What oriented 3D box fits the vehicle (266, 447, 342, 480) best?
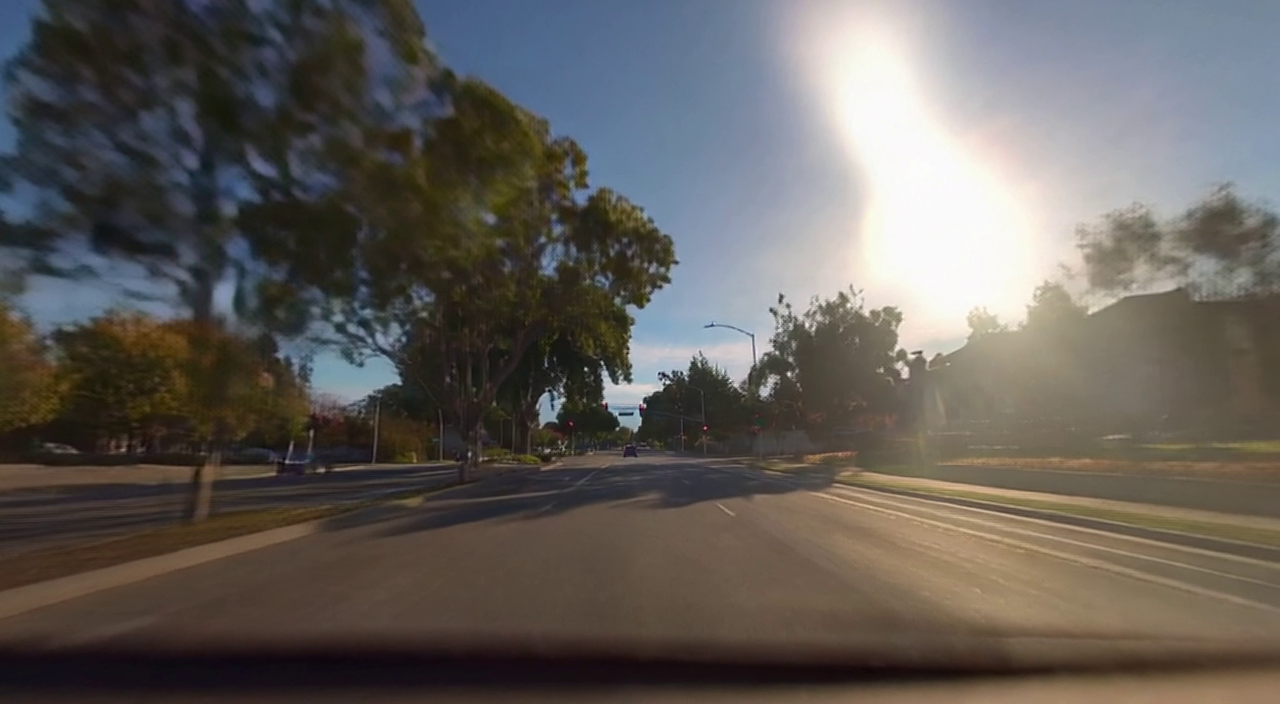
[{"bbox_3d":[-18.187,6.037,34.399,1.853,1.646,4.112,0,-9,0],"label":"vehicle"}]
